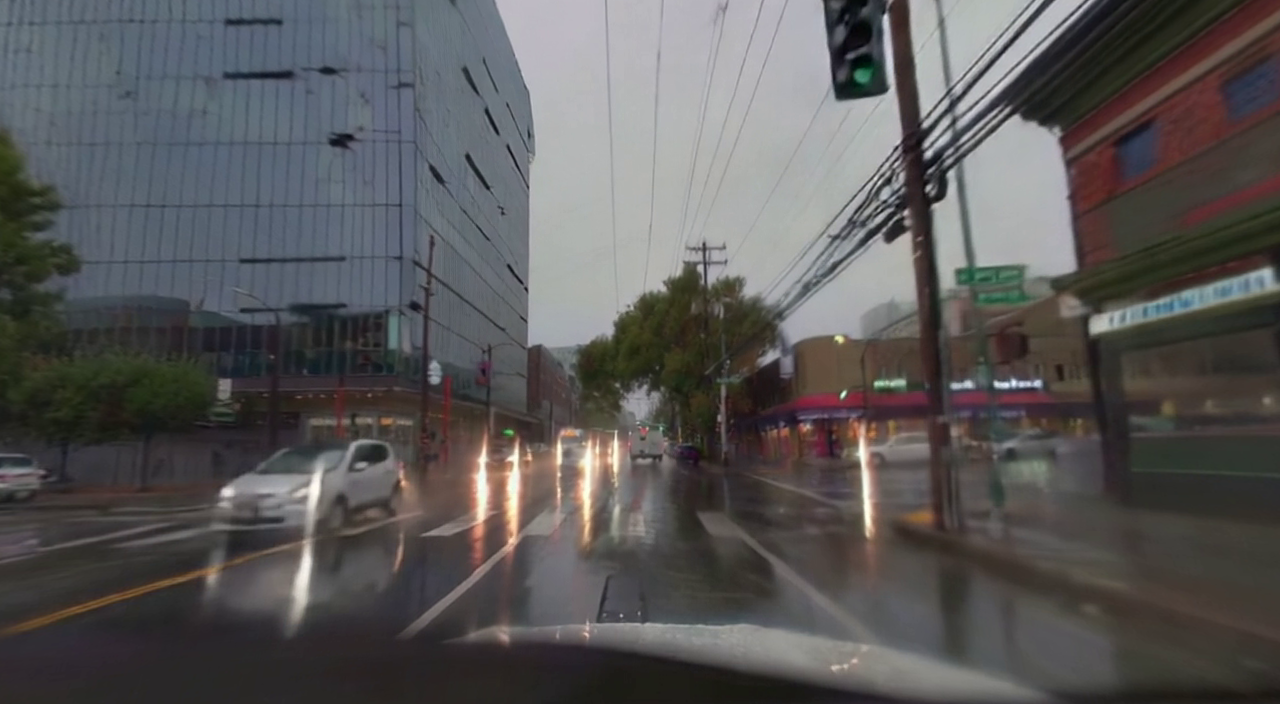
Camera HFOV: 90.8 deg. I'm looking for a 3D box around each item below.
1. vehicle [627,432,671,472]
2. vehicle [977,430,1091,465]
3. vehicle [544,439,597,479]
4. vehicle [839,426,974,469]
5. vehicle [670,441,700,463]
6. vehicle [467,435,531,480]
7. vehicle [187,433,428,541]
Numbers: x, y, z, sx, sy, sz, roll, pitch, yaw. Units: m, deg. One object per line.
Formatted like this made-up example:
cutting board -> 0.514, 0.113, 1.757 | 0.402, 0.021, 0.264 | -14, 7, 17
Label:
vehicle -> 0.396, 5.117, 32.541 | 2.127, 1.893, 4.194 | 0, -8, -1
vehicle -> 19.039, 4.628, 30.643 | 4.161, 1.586, 1.992 | 0, -8, -1
vehicle -> -3.050, 4.772, 28.505 | 2.026, 1.616, 4.109 | -1, -8, -2
vehicle -> 11.644, 4.225, 27.967 | 4.966, 1.826, 2.209 | -1, -8, 7
vehicle -> 3.450, 7.756, 49.023 | 1.934, 1.633, 4.271 | 0, -8, -1
vehicle -> -6.676, 5.025, 30.450 | 2.090, 1.975, 4.657 | 0, -8, -1
vehicle -> -5.730, 2.347, 11.761 | 2.089, 1.578, 4.571 | 0, -8, -2
